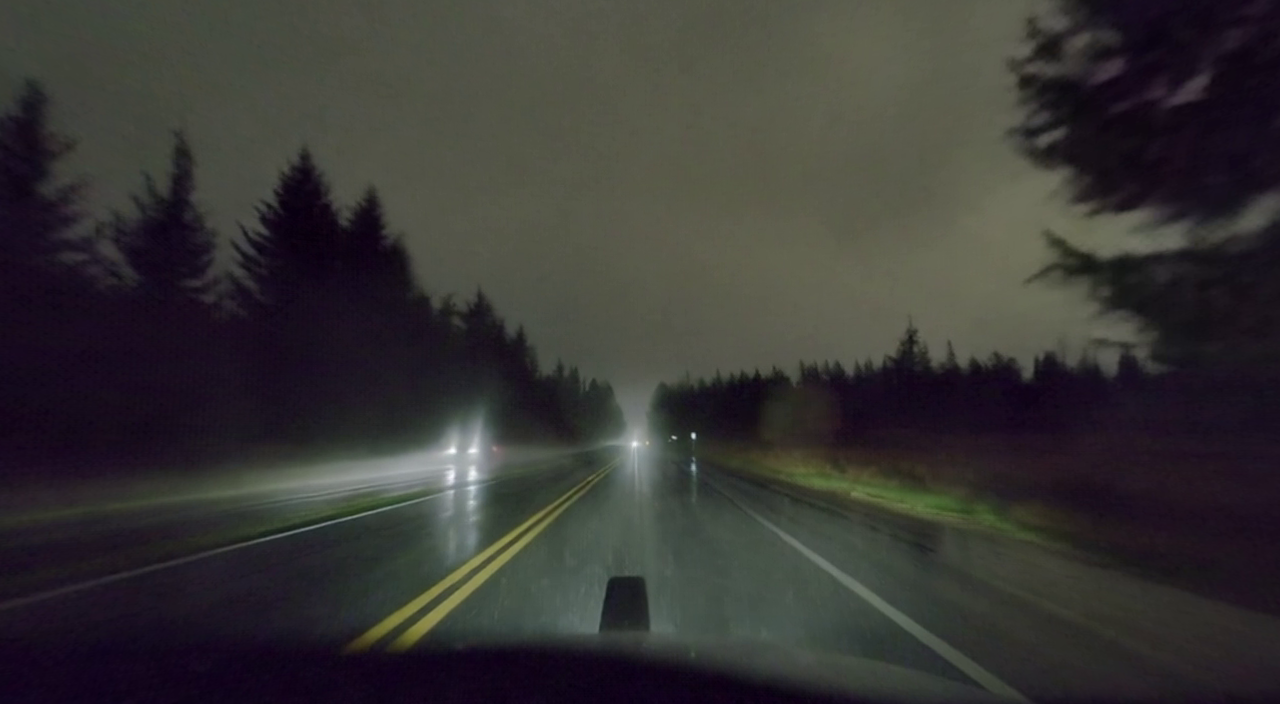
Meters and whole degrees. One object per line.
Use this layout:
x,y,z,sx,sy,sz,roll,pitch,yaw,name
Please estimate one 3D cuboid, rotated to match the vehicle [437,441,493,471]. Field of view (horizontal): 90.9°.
-10.449,6.246,38.048,1.953,1.670,4.511,-1,-8,2,vehicle
